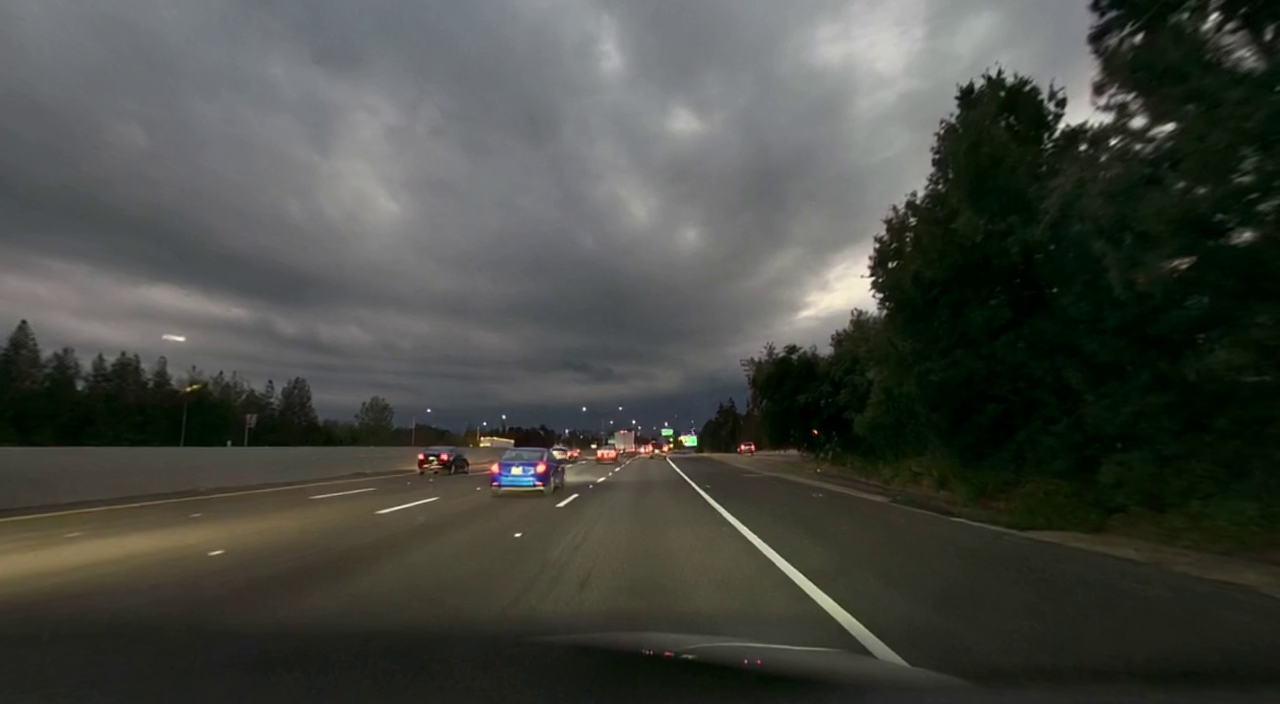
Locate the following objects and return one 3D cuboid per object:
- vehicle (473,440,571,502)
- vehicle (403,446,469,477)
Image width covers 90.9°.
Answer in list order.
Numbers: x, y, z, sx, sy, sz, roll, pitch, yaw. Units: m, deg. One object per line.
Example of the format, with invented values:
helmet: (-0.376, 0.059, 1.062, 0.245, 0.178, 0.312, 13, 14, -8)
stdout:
vehicle: (-3.151, 3.235, 17.577, 1.953, 1.511, 3.704, 0, -8, 1)
vehicle: (-10.628, 5.703, 33.252, 1.888, 1.481, 4.477, -1, -8, 2)
